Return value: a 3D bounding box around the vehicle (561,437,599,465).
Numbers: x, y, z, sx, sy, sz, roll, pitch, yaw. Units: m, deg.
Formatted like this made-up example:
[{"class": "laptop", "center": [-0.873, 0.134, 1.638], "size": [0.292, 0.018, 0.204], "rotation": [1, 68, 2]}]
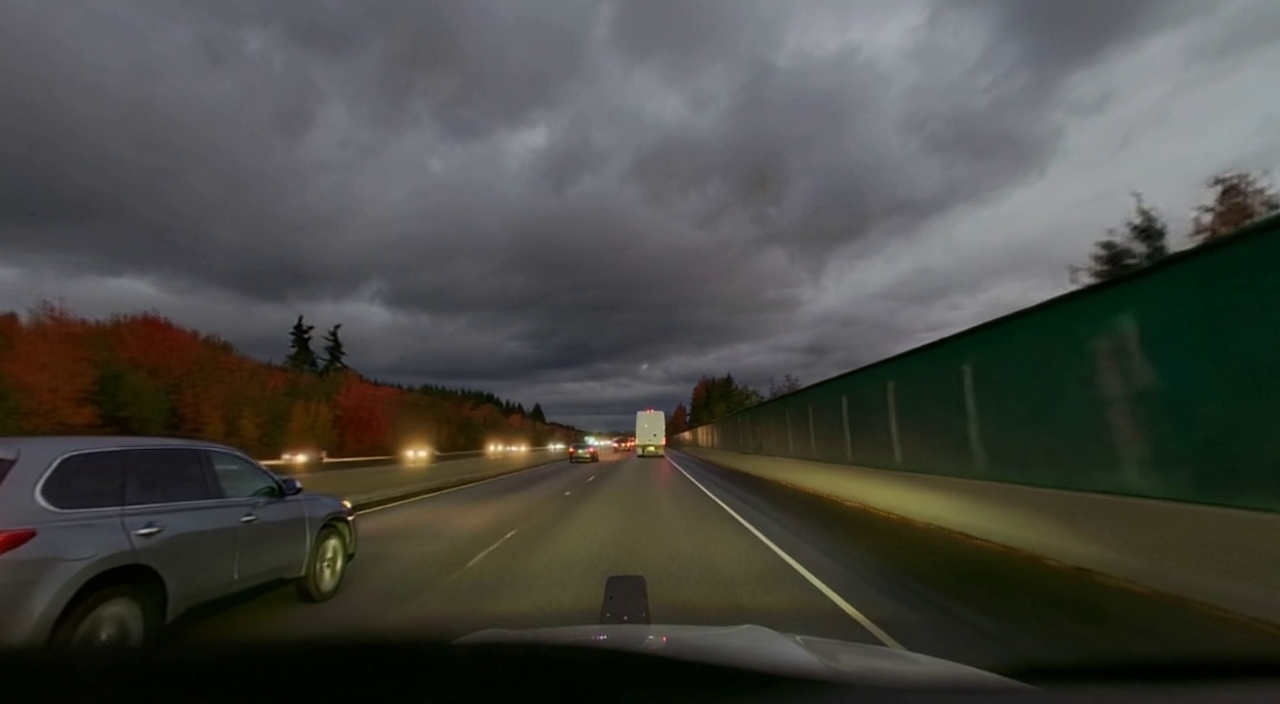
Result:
[{"class": "vehicle", "center": [-3.528, 5.895, 37.745], "size": [1.927, 1.556, 3.921], "rotation": [0, -8, -1]}]
